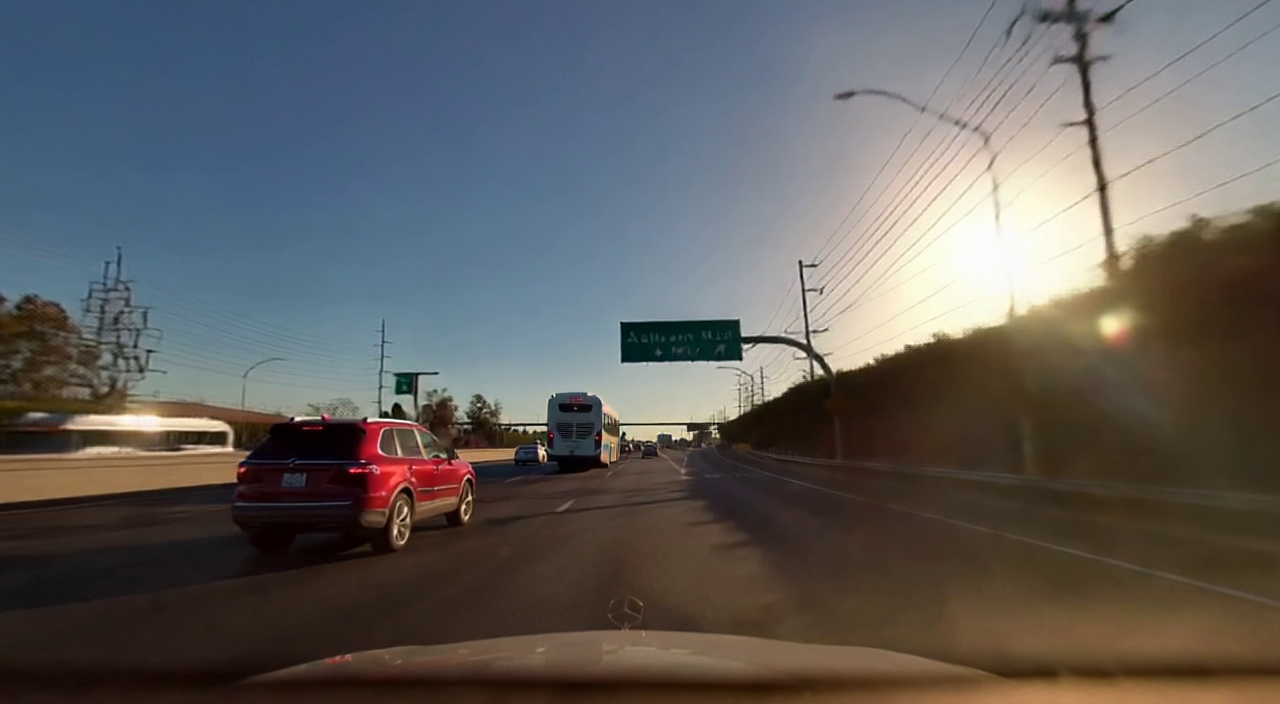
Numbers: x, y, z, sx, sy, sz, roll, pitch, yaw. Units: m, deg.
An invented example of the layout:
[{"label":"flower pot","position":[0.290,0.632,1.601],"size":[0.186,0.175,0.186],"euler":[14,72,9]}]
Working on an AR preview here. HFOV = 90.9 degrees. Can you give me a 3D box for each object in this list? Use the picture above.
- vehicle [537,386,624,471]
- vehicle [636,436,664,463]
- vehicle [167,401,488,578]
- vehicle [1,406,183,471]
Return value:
[{"label":"vehicle","position":[-2.794,4.358,34.022],"size":[3.382,3.712,11.766],"euler":[1,-9,1]},{"label":"vehicle","position":[0.742,7.704,49.981],"size":[2.083,2.001,4.782],"euler":[0,-9,0]},{"label":"vehicle","position":[-3.601,1.670,8.383],"size":[2.021,1.730,4.223],"euler":[0,-9,1]},{"label":"vehicle","position":[-32.227,5.227,37.735],"size":[3.549,3.429,7.908],"euler":[0,-9,1]}]
